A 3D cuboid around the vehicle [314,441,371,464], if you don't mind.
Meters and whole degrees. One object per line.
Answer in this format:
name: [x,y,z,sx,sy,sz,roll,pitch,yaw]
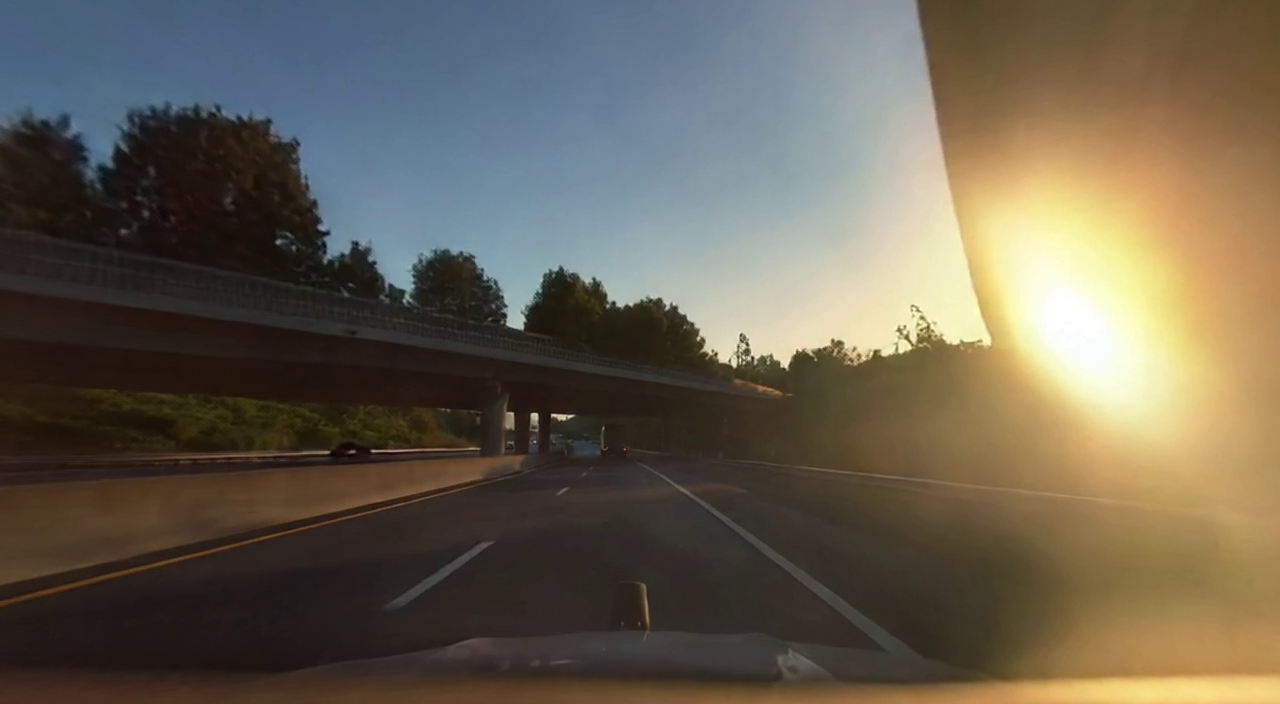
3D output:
vehicle: [-20.932,7.132,44.649,1.848,1.540,4.633,0,-9,-1]
